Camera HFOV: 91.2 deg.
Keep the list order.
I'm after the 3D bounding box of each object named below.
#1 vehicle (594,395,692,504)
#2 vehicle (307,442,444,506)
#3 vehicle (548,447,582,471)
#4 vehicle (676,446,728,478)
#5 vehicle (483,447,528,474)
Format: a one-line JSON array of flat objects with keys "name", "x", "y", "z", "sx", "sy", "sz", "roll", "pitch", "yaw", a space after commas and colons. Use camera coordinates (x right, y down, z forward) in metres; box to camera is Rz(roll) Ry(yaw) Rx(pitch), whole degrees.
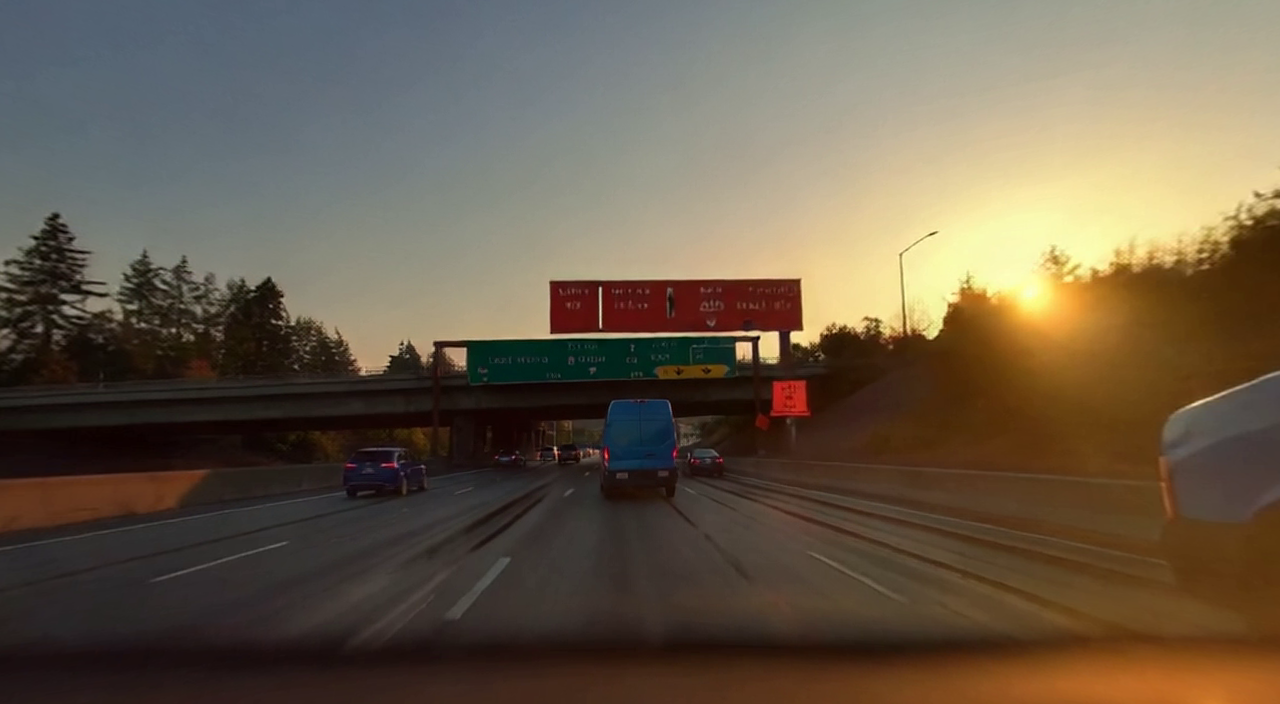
[{"name": "vehicle", "x": -0.109, "y": 2.680, "z": 17.370, "sx": 2.268, "sy": 2.551, "sz": 5.144, "roll": 0, "pitch": -9, "yaw": -4}, {"name": "vehicle", "x": -7.115, "y": 3.301, "z": 17.427, "sx": 2.003, "sy": 1.498, "sz": 4.386, "roll": 0, "pitch": -9, "yaw": -2}, {"name": "vehicle", "x": -4.980, "y": 7.148, "z": 42.083, "sx": 2.002, "sy": 1.536, "sz": 4.021, "roll": 0, "pitch": -9, "yaw": -4}, {"name": "vehicle", "x": 3.055, "y": 5.548, "z": 31.997, "sx": 2.015, "sy": 1.491, "sz": 4.732, "roll": 0, "pitch": -9, "yaw": -2}, {"name": "vehicle", "x": -8.070, "y": 6.552, "z": 37.940, "sx": 2.026, "sy": 1.506, "sz": 4.102, "roll": 0, "pitch": -9, "yaw": -4}]
